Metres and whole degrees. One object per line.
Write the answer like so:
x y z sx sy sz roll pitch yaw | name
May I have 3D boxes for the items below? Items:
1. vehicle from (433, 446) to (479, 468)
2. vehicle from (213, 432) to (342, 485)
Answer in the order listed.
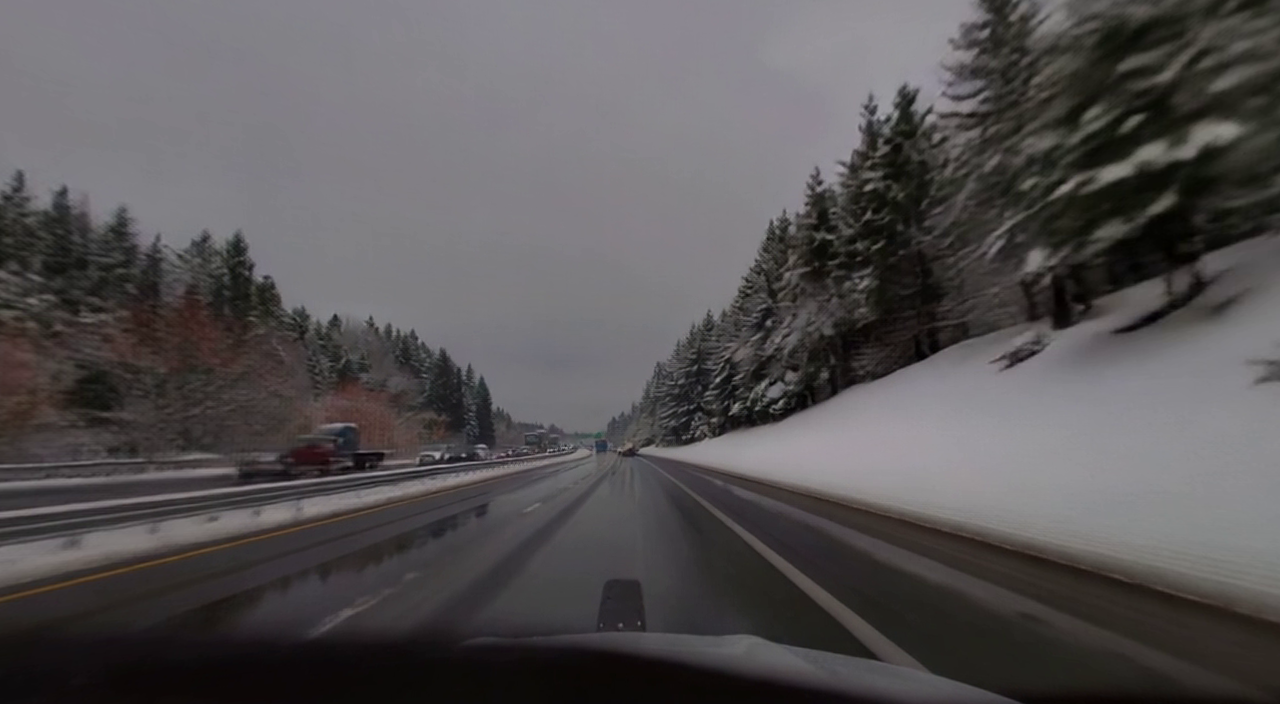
-13.484 7.721 46.466 2.027 1.519 4.733 0 -9 0 | vehicle
-13.556 4.029 23.989 2.107 1.790 4.620 0 -9 0 | vehicle
